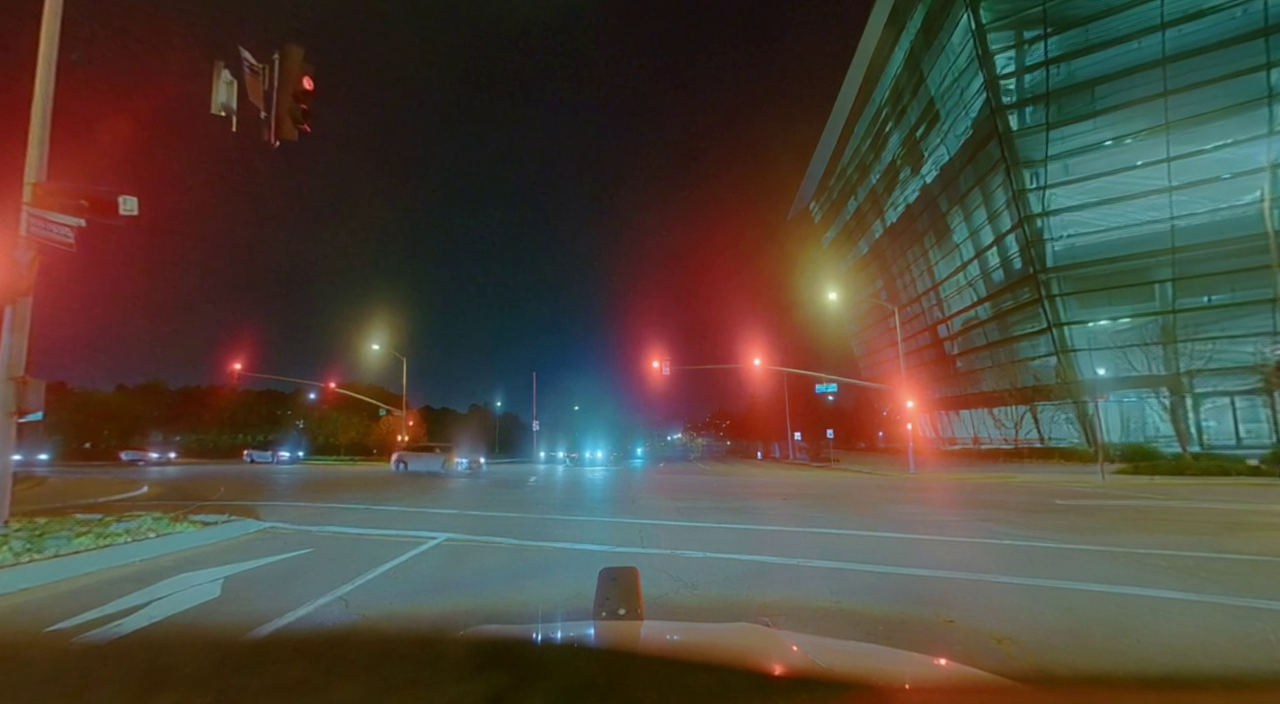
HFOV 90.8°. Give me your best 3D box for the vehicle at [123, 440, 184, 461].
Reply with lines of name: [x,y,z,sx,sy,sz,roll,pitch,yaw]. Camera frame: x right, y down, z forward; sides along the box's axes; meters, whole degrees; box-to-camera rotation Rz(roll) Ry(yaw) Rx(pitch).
vehicle: [-35.718,7.246,46.320,4.380,1.455,1.869,-5,-10,29]

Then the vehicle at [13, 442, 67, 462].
vehicle: [-43.864,7.280,46.136,4.323,1.390,1.953,-6,-10,35]

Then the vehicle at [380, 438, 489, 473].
vehicle: [-9.907,4.943,30.335,5.408,1.505,2.091,-6,-10,35]
